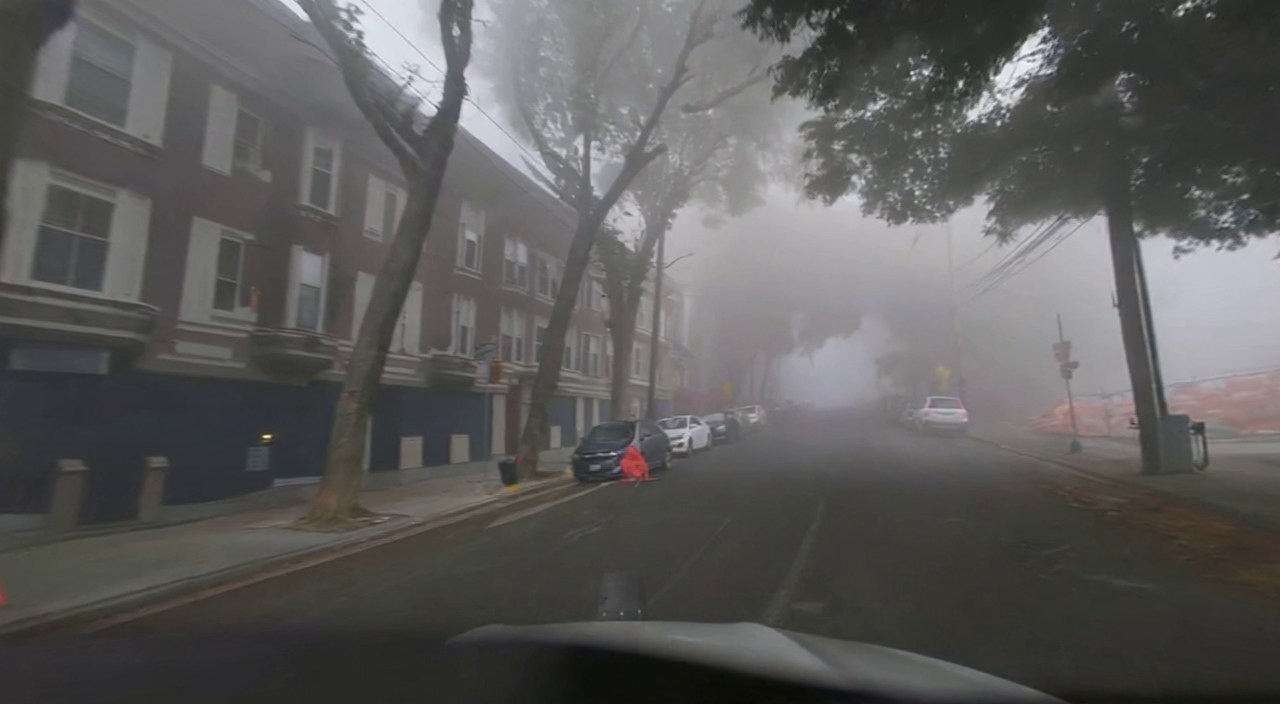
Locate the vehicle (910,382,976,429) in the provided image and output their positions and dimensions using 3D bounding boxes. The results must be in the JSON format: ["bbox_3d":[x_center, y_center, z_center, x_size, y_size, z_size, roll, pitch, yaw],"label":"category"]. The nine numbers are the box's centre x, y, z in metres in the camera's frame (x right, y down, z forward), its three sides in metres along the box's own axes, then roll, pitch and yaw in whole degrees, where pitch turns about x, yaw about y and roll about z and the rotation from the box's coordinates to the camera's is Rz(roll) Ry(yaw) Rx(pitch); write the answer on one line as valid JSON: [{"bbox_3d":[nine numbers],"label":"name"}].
[{"bbox_3d":[13.410,2.457,28.205,1.994,1.857,4.393,-1,-8,17],"label":"vehicle"}]

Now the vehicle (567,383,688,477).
[{"bbox_3d":[-0.201,2.140,16.911,1.894,2.186,3.901,-4,-9,20],"label":"vehicle"}]

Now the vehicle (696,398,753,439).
[{"bbox_3d":[3.967,3.131,29.024,1.996,1.695,4.127,-3,-9,15],"label":"vehicle"}]
